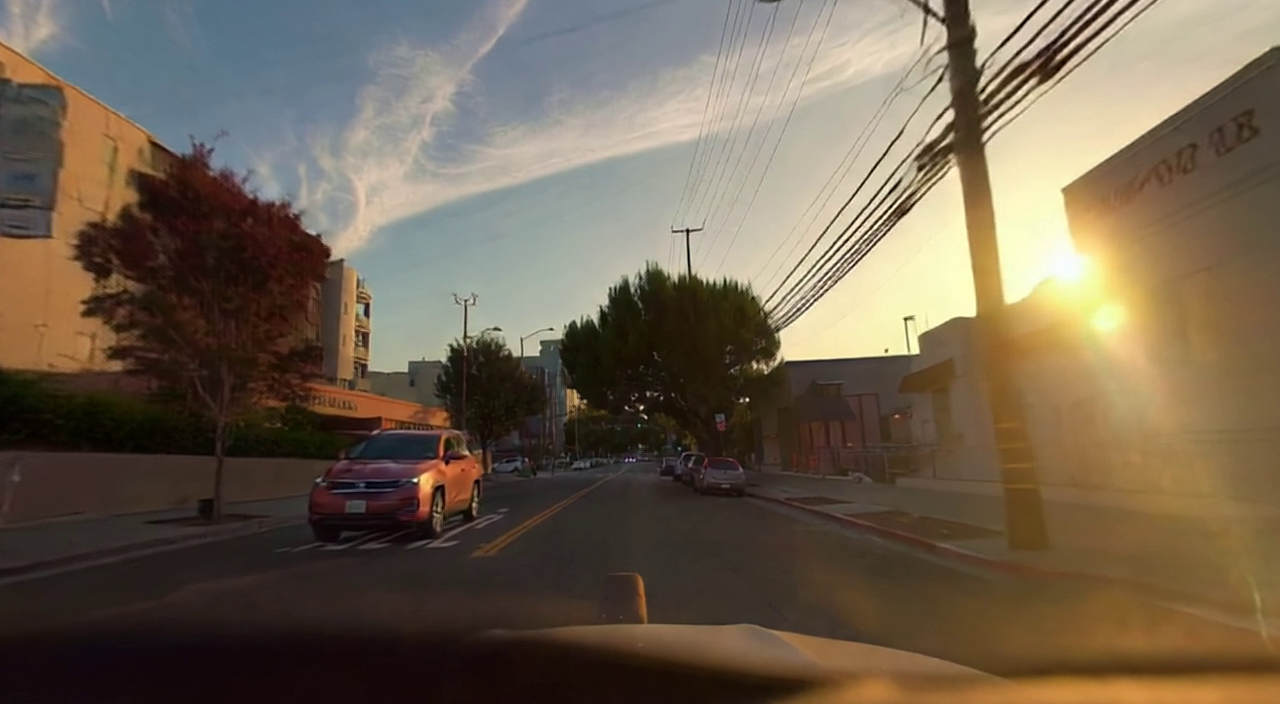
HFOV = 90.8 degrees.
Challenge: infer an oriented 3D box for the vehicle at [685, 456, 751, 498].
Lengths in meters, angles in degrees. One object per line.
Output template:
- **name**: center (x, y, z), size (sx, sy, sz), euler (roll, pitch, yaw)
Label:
- **vehicle**: center (2.902, 4.744, 24.319), size (1.877, 1.373, 3.854), euler (0, -8, -2)

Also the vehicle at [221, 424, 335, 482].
- **vehicle**: center (-18.494, 5.120, 32.754), size (2.256, 2.668, 5.979), euler (-1, -7, 2)

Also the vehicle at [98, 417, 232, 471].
- **vehicle**: center (-24.422, 4.791, 32.916), size (2.288, 2.514, 5.886), euler (0, -8, 1)

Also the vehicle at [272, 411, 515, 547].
- **vehicle**: center (-4.089, 2.212, 11.718), size (2.495, 1.966, 4.846), euler (0, -8, 0)
